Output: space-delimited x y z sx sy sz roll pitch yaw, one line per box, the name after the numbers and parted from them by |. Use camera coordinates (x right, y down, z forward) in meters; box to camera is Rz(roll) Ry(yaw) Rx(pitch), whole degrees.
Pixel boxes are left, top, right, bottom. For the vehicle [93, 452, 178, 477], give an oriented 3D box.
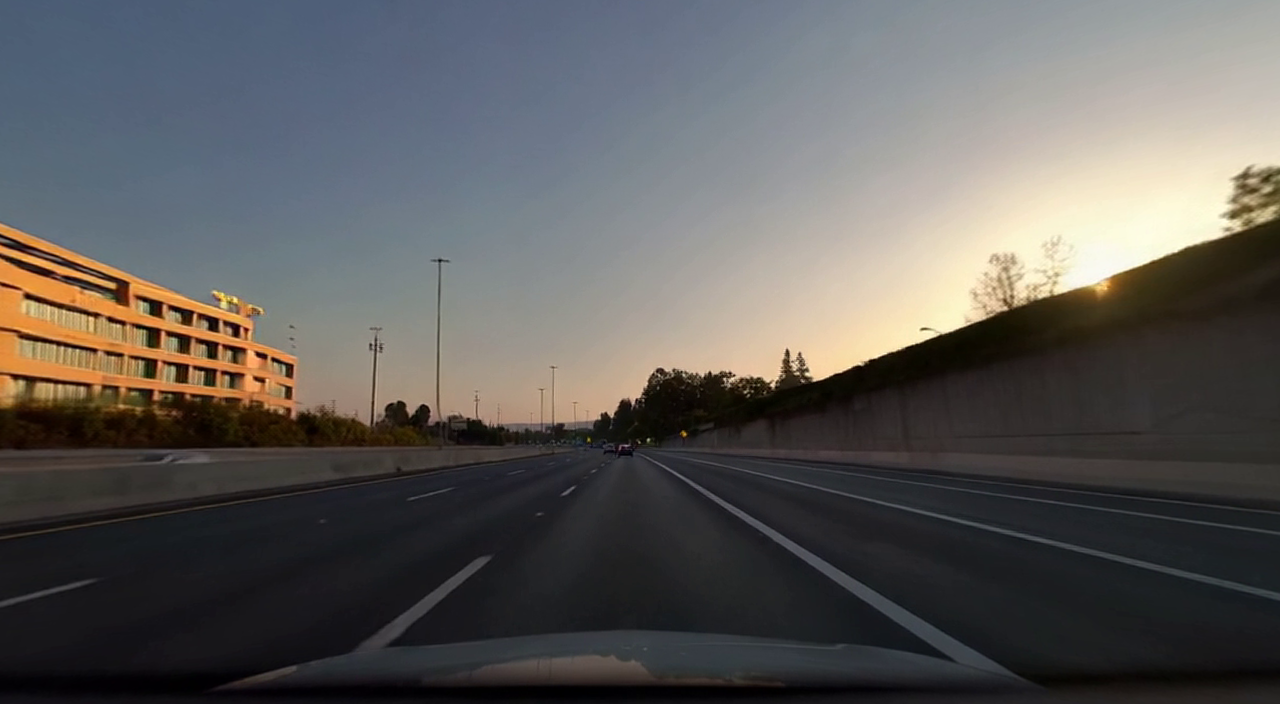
-31.205 6.931 39.243 1.801 1.411 4.254 0 -9 -1 | vehicle
